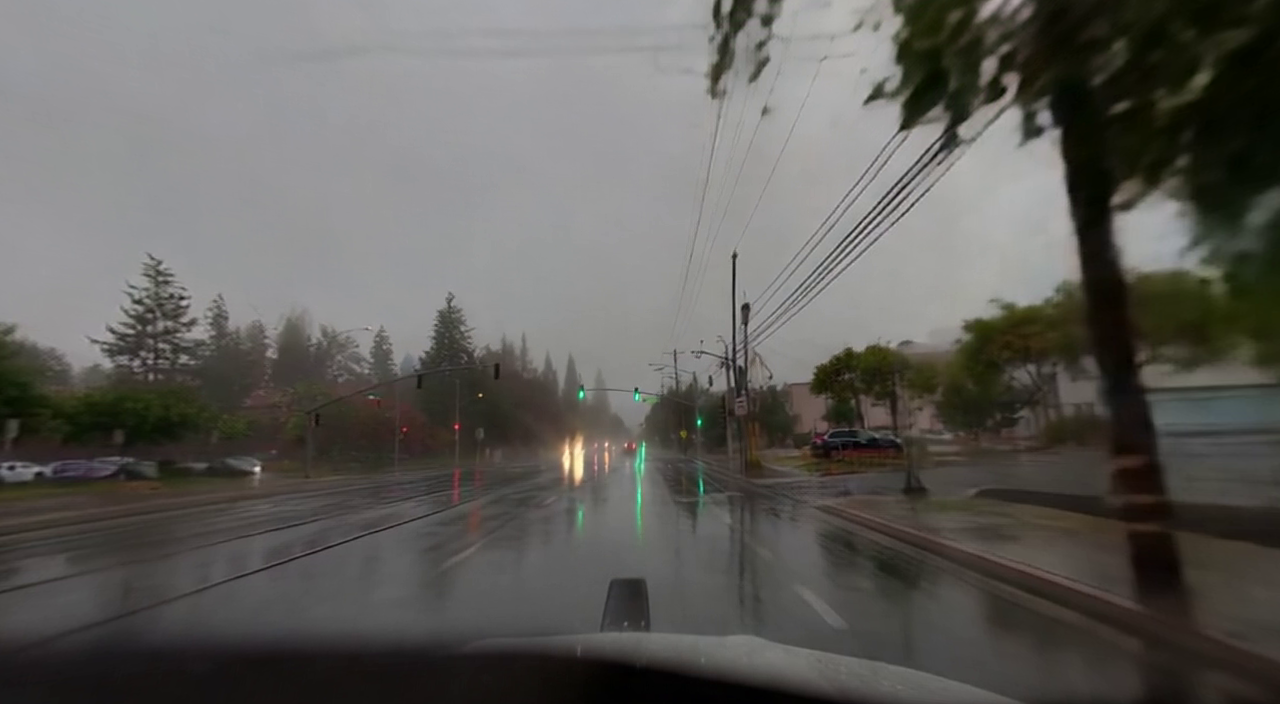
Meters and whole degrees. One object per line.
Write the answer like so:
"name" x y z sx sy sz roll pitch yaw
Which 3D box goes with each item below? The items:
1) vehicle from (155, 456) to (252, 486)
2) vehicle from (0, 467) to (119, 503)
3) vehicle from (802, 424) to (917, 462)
"vehicle" -26.903 7.321 38.961 4.451 1.724 1.988 0 -8 0
"vehicle" -26.440 5.937 28.320 4.362 1.435 1.978 -1 -8 2
"vehicle" 10.528 4.381 30.497 4.765 1.738 2.101 0 -8 -3
